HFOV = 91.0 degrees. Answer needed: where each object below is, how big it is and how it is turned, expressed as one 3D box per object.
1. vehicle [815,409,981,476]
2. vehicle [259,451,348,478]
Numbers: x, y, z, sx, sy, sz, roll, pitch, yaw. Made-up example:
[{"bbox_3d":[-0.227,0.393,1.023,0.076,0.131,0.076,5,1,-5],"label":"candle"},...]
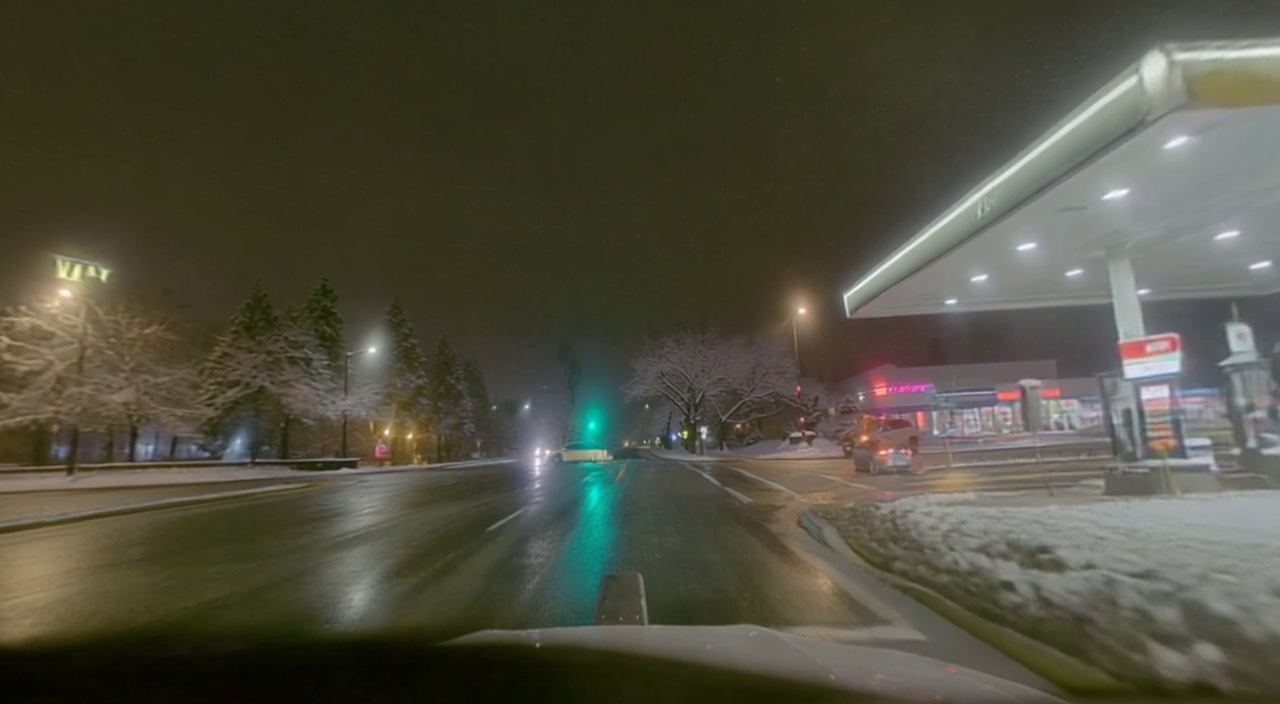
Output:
[{"bbox_3d":[8.667,3.092,21.480,4.640,1.800,2.026,-5,-8,0],"label":"vehicle"},{"bbox_3d":[-25.936,8.710,48.637,5.803,1.632,2.173,-4,-7,3],"label":"vehicle"}]
